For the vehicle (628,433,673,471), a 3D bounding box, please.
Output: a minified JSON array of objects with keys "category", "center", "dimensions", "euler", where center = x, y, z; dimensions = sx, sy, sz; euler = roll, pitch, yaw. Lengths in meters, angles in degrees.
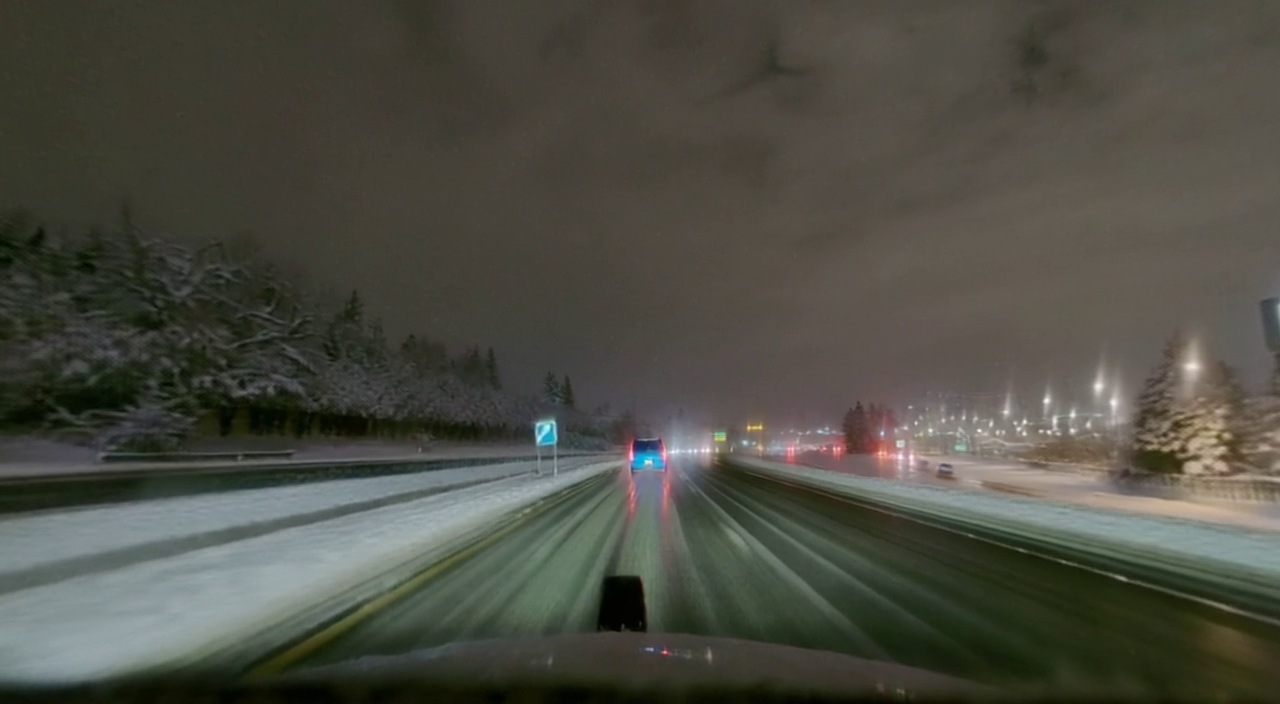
[{"category":"vehicle","center":[0.661,6.006,37.820],"dimensions":[2.546,2.126,5.153],"euler":[0,-8,2]}]
